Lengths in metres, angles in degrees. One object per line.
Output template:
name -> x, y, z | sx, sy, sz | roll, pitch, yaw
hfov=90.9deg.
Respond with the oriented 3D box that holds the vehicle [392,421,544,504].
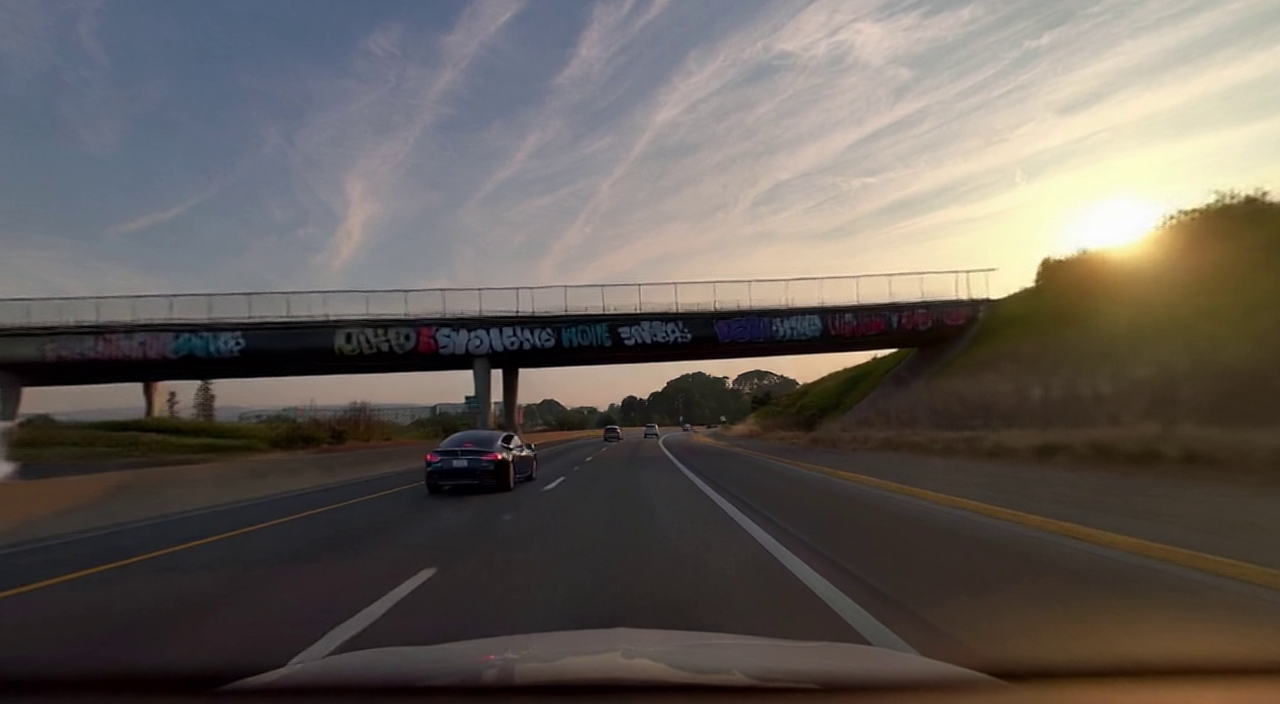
vehicle -> -3.620, 2.412, 14.278 | 2.108, 1.555, 4.574 | 0, -8, 1
